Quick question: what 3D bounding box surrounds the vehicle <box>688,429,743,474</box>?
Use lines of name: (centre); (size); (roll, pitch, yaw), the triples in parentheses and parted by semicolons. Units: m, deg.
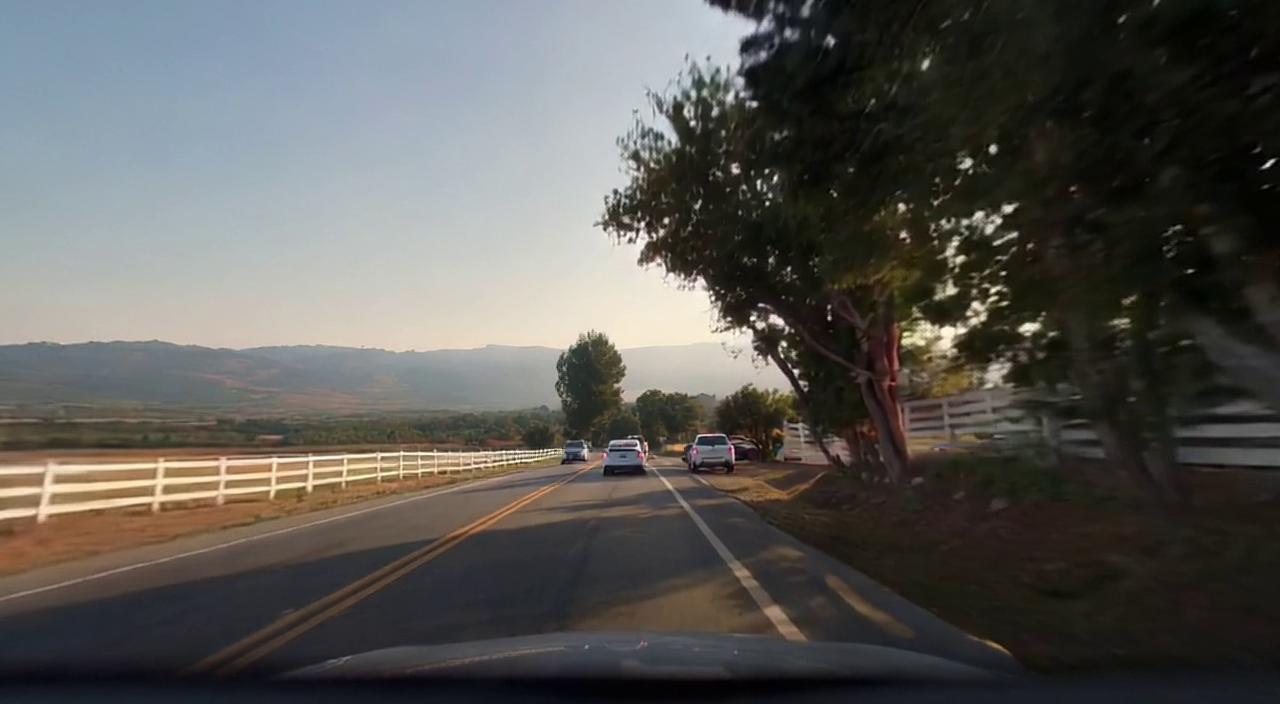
vehicle: (3.559, 4.747, 30.287); (2.348, 1.969, 5.269); (-1, -9, 5)

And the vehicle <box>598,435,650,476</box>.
vehicle: (-0.662, 4.613, 28.334); (2.158, 1.669, 4.006); (0, -8, 0)

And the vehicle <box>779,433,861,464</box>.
vehicle: (9.702, 5.267, 34.436); (1.975, 1.545, 4.333); (3, -9, -22)
